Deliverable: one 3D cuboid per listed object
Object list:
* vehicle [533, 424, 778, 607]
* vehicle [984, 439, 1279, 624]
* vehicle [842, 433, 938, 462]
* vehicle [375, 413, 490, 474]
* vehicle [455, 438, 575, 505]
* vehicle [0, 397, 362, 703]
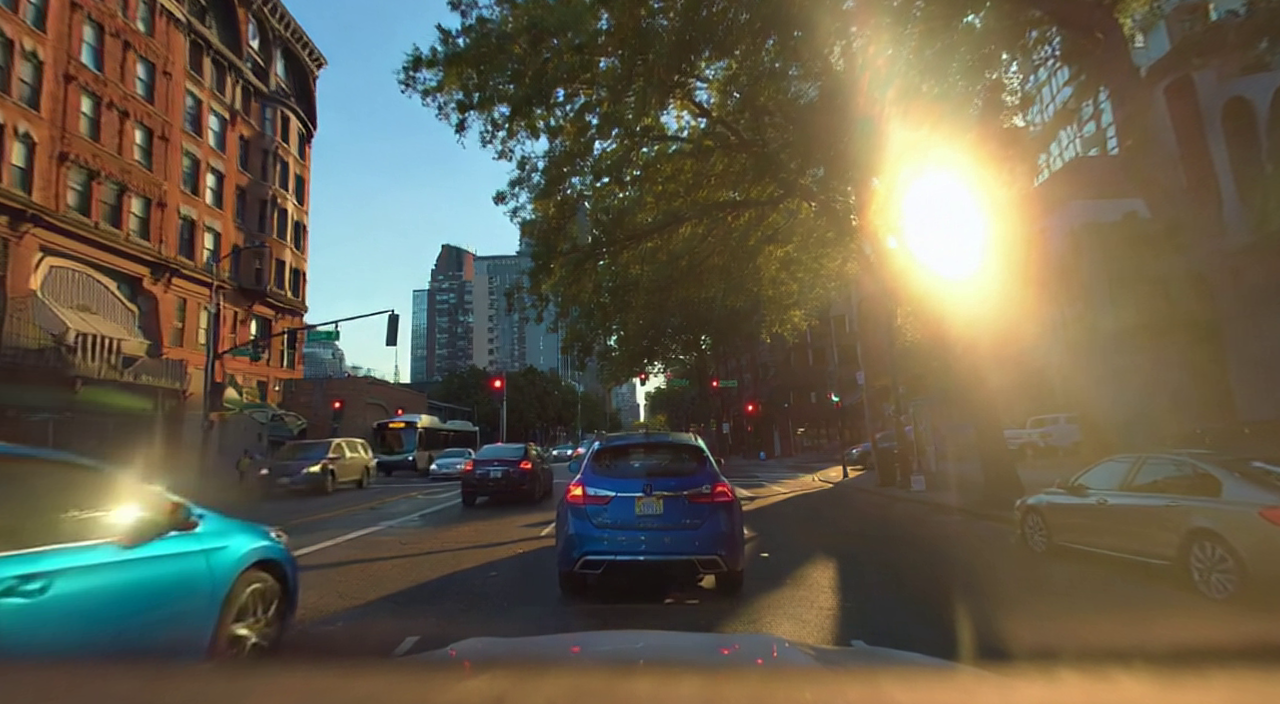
[{"bbox_3d":[0.106,1.623,7.061,2.022,1.481,3.564,0,-9,-1],"label":"vehicle"},{"bbox_3d":[6.000,1.708,6.906,1.873,1.453,4.579,0,-9,0],"label":"vehicle"},{"bbox_3d":[16.395,6.266,41.511,5.345,1.811,2.175,0,-9,-1],"label":"vehicle"},{"bbox_3d":[-13.007,6.034,41.396,3.071,3.337,13.201,0,-9,0],"label":"vehicle"},{"bbox_3d":[-3.010,2.982,16.175,2.131,1.486,4.089,0,-9,2],"label":"vehicle"},{"bbox_3d":[-3.090,0.966,2.468,1.970,1.492,4.534,0,-9,-1],"label":"vehicle"}]
